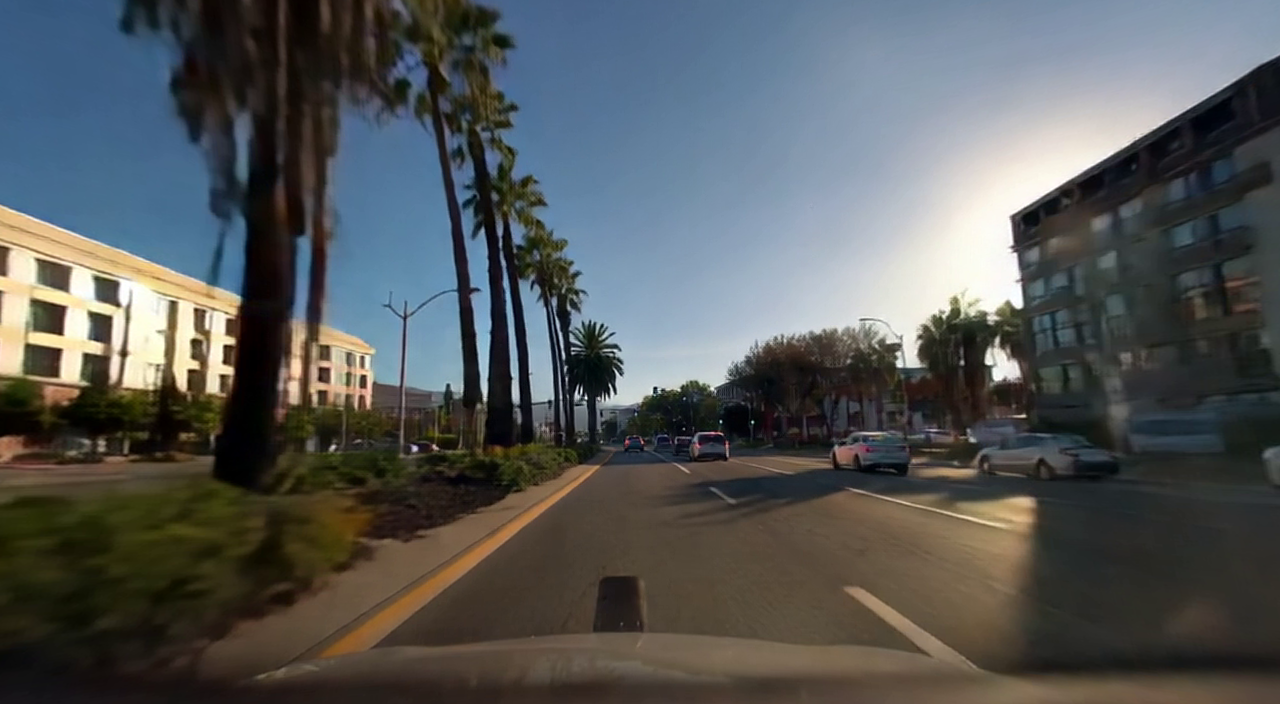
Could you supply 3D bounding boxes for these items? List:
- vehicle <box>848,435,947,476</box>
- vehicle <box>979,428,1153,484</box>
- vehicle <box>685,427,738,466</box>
[{"bbox_3d":[10.180,4.139,25.376,1.871,1.465,4.395,0,-9,-3],"label":"vehicle"},{"bbox_3d":[13.708,3.406,20.829,2.009,1.600,4.960,0,-9,-4],"label":"vehicle"},{"bbox_3d":[3.730,5.057,33.850,2.104,1.910,4.693,0,-9,-2],"label":"vehicle"}]
